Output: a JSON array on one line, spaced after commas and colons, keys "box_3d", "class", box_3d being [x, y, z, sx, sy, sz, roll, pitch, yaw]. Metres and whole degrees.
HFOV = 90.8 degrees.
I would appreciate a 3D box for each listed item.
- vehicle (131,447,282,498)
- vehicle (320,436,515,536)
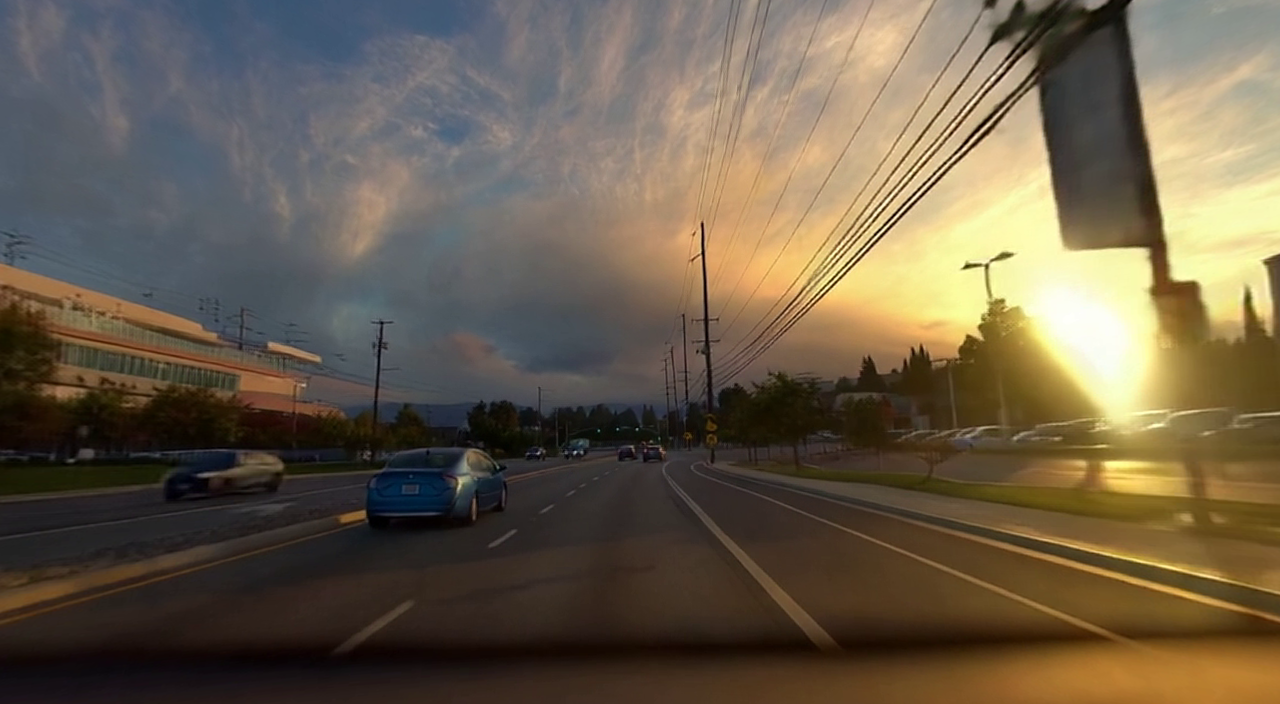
[{"box_3d": [-15.898, 4.408, 23.542, 2.332, 1.678, 4.431, 0, -9, 3], "class": "vehicle"}, {"box_3d": [-3.861, 2.394, 12.010, 1.928, 1.488, 4.635, 0, -9, 1], "class": "vehicle"}]
